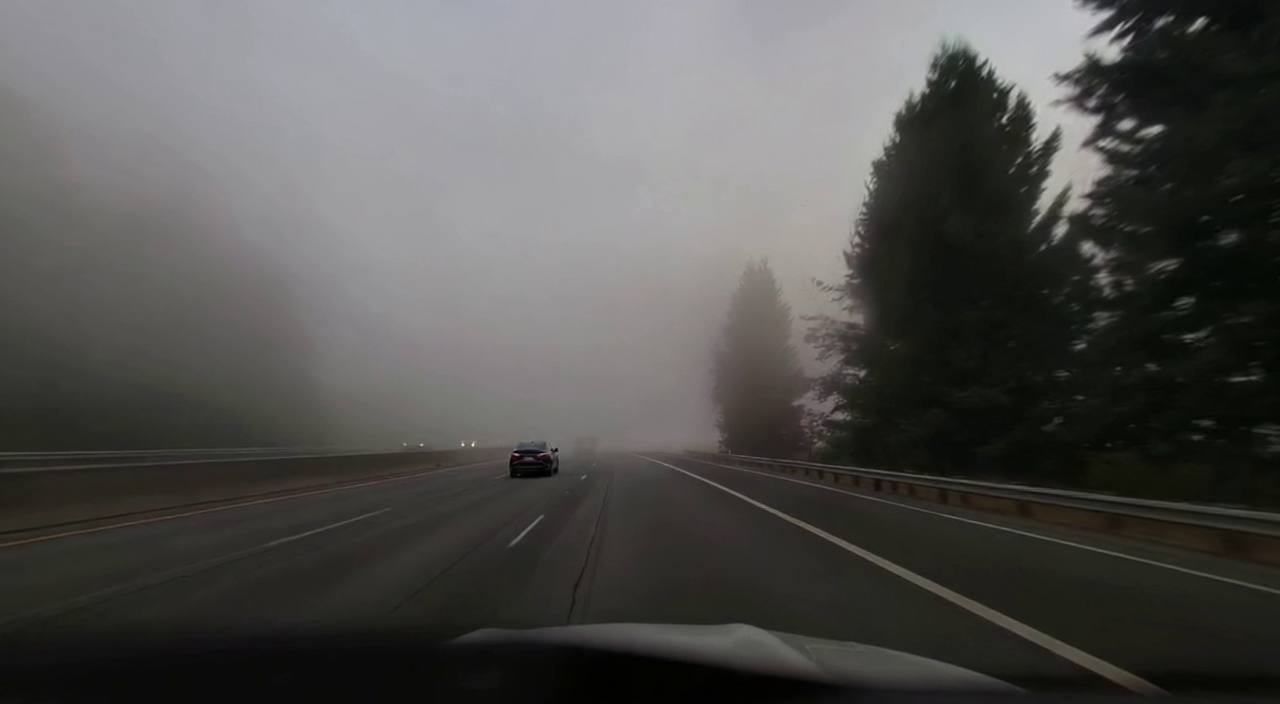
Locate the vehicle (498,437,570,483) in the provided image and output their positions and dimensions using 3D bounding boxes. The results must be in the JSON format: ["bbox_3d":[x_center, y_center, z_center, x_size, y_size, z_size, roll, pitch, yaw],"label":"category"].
[{"bbox_3d":[-3.840,3.974,23.514,2.053,1.549,4.097,0,-8,-1],"label":"vehicle"}]
